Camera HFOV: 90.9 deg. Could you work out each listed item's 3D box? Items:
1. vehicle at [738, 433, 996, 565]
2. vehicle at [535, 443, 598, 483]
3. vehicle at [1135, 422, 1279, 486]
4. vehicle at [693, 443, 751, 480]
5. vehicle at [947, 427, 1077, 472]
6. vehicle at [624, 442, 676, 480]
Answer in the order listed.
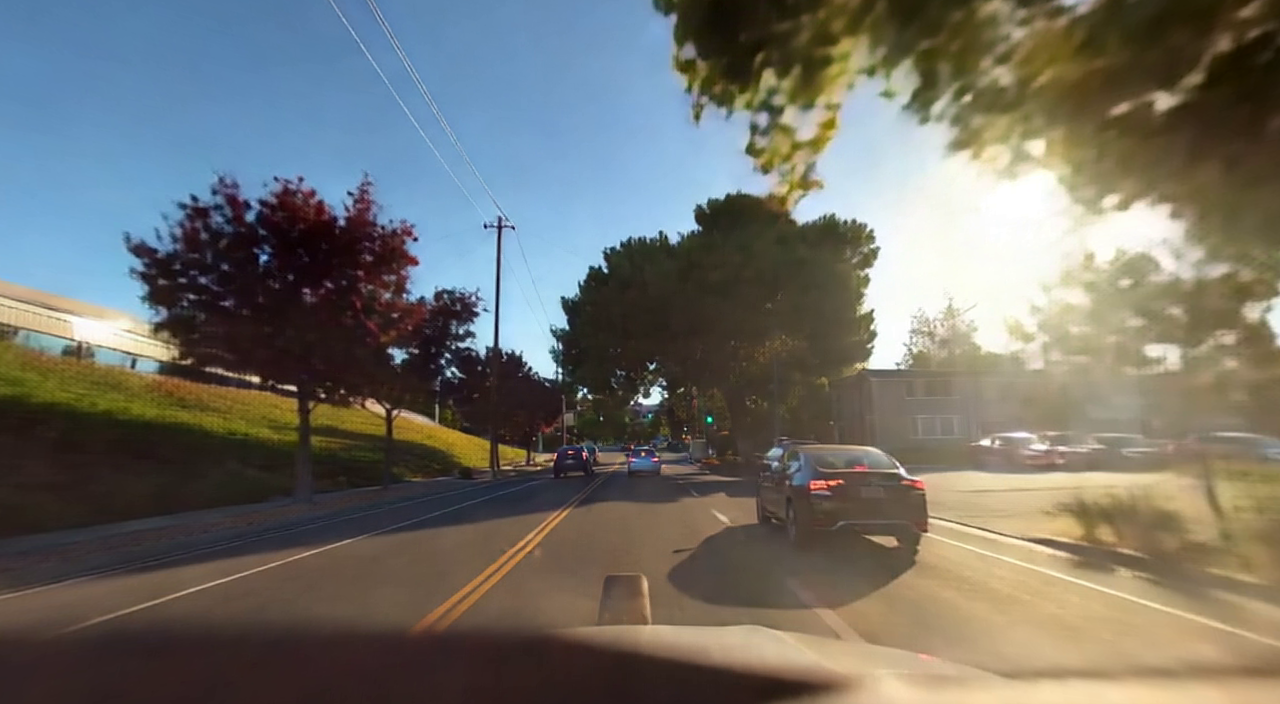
[{"bbox_3d":[2.944,2.008,9.470,2.158,1.483,4.415,0,-8,-1],"label":"vehicle"},{"bbox_3d":[-2.982,4.582,26.403,2.012,1.505,4.205,0,-8,2],"label":"vehicle"},{"bbox_3d":[20.783,3.502,21.956,2.177,1.947,5.935,0,-8,0],"label":"vehicle"},{"bbox_3d":[3.479,4.727,27.486,1.943,1.484,4.030,0,-8,-1],"label":"vehicle"},{"bbox_3d":[16.675,4.454,28.718,2.478,1.836,5.409,0,-9,-2],"label":"vehicle"},{"bbox_3d":[0.396,4.657,27.247,2.101,1.467,4.210,0,-8,0],"label":"vehicle"}]
